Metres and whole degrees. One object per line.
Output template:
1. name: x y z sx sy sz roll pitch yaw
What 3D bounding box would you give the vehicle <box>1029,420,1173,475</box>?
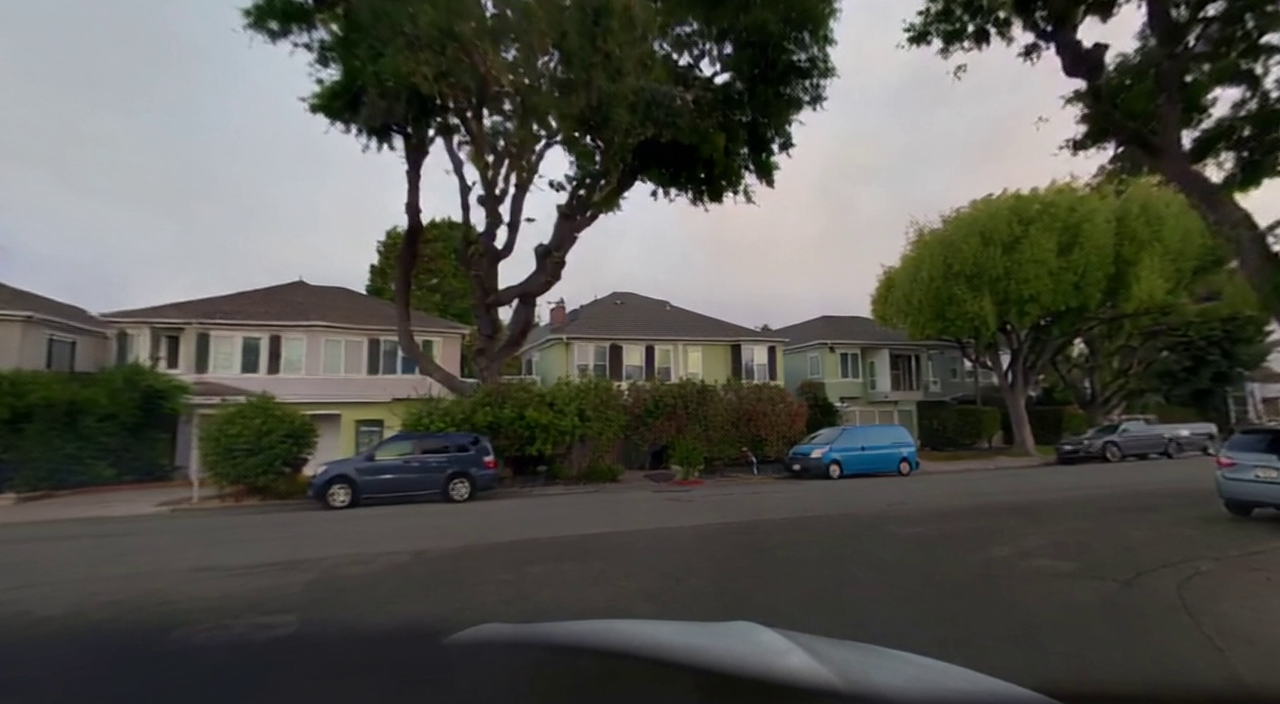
1. vehicle: 14.599 2.950 19.958 3.785 1.488 1.828 1 -6 -22

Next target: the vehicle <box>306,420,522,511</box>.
1. vehicle: -4.505 2.184 12.604 3.746 1.518 1.845 5 -6 -27

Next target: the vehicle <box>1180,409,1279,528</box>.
1. vehicle: 10.109 1.579 8.820 4.226 1.507 2.008 3 -8 -22

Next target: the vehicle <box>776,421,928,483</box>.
1. vehicle: 5.691 2.650 16.991 3.513 1.507 1.798 3 -7 -20
